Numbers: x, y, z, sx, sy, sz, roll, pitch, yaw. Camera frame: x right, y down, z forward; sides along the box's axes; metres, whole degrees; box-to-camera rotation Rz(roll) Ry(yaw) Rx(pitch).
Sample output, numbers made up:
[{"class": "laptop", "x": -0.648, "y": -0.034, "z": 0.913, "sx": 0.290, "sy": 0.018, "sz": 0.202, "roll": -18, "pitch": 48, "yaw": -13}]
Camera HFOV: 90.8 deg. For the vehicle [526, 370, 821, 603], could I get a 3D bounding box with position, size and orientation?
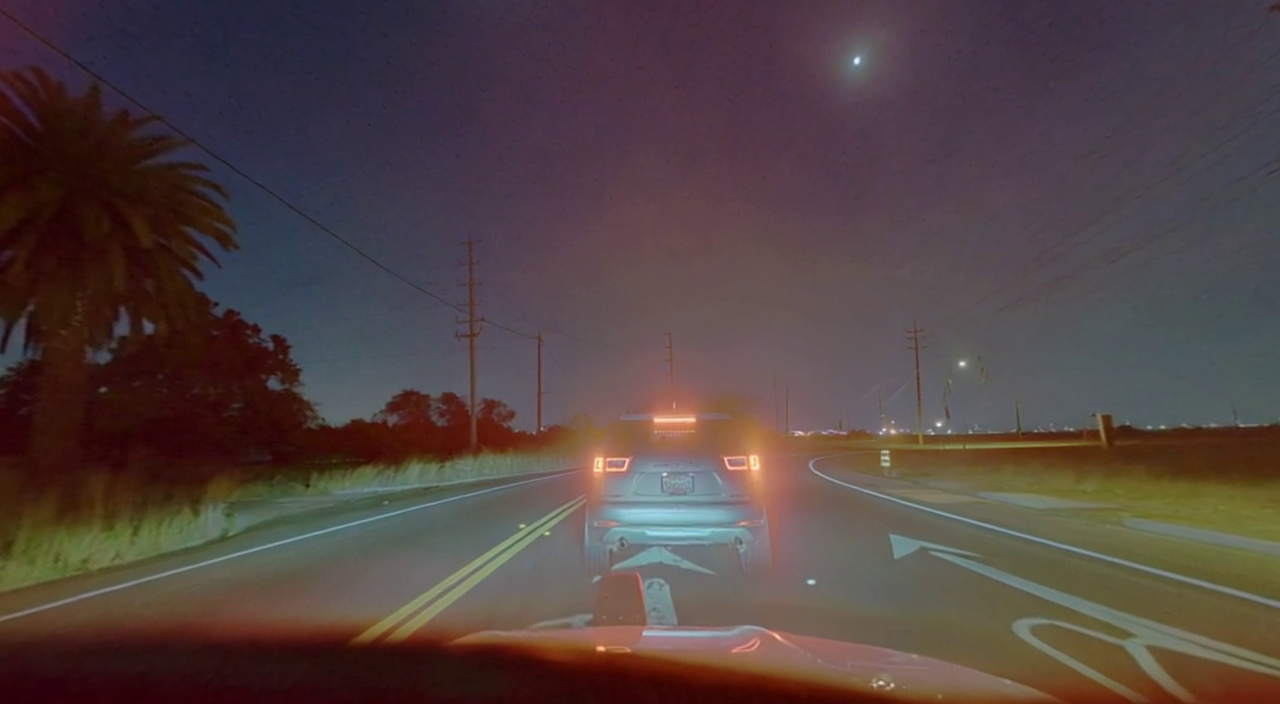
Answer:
[{"class": "vehicle", "x": 0.191, "y": 1.412, "z": 7.431, "sx": 2.364, "sy": 1.859, "sz": 4.538, "roll": 0, "pitch": -9, "yaw": -2}]
